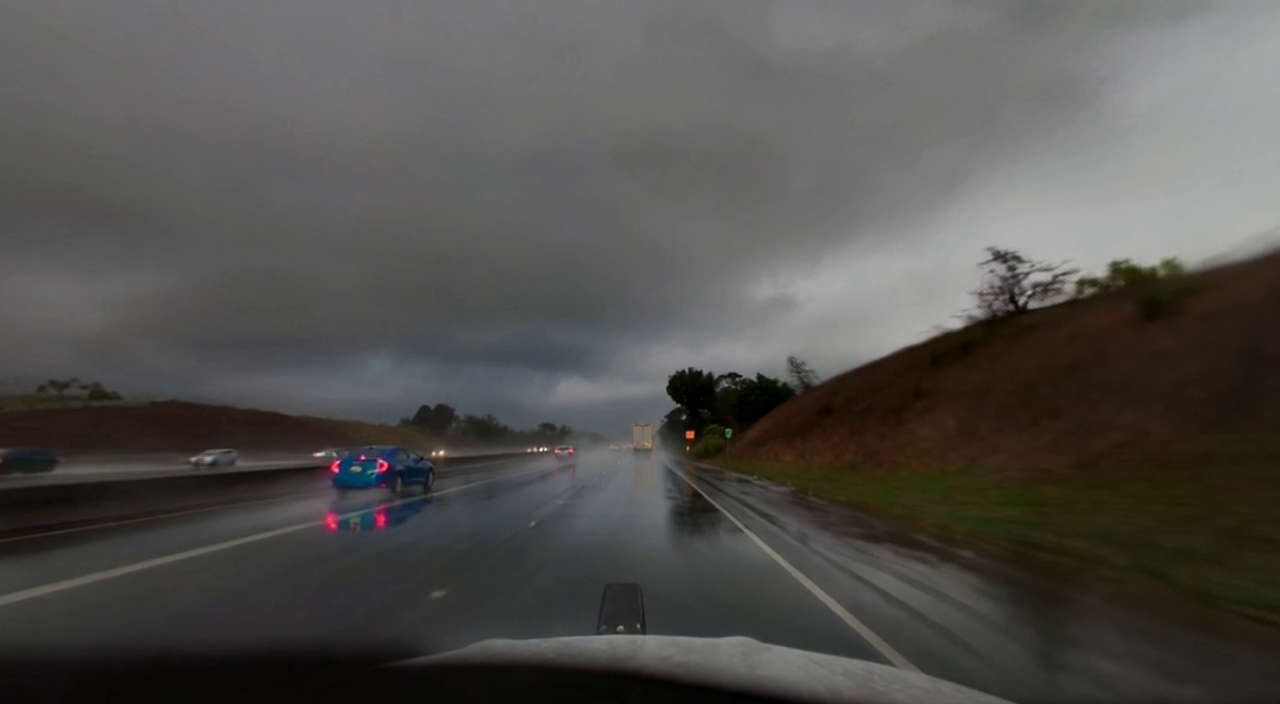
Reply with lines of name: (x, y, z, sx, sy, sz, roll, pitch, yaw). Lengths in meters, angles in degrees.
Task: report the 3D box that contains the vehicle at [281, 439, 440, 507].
vehicle: (-7.140, 3.126, 16.777, 2.096, 1.541, 4.610, 0, -8, 0)
